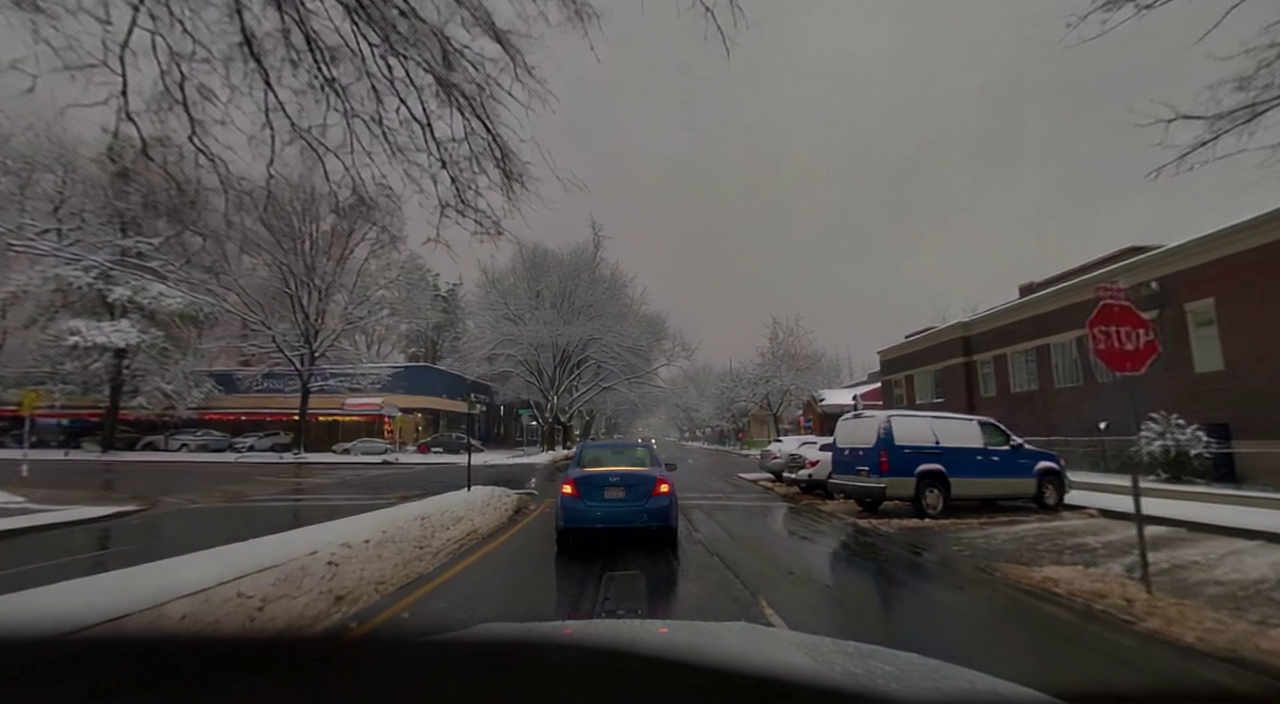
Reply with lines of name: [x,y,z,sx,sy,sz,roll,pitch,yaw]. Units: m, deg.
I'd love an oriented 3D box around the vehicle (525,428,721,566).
vehicle: [-0.242,1.876,9.013,2.065,1.450,4.522,0,-9,-2]

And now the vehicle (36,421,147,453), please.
vehicle: [-31.962,4.998,36.909,4.438,1.814,2.044,0,-9,-2]

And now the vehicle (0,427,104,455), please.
vehicle: [-31.925,4.785,34.046,4.168,1.458,1.904,0,-9,-3]

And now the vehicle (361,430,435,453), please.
vehicle: [-18.537,6.869,48.522,4.892,1.679,1.927,1,-9,-7]

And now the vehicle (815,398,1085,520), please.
vehicle: [6.588,2.215,13.397,5.385,2.146,2.143,4,-9,-26]

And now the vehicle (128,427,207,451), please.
vehicle: [-31.962,5.892,42.803,3.915,1.574,1.850,0,-9,3]
